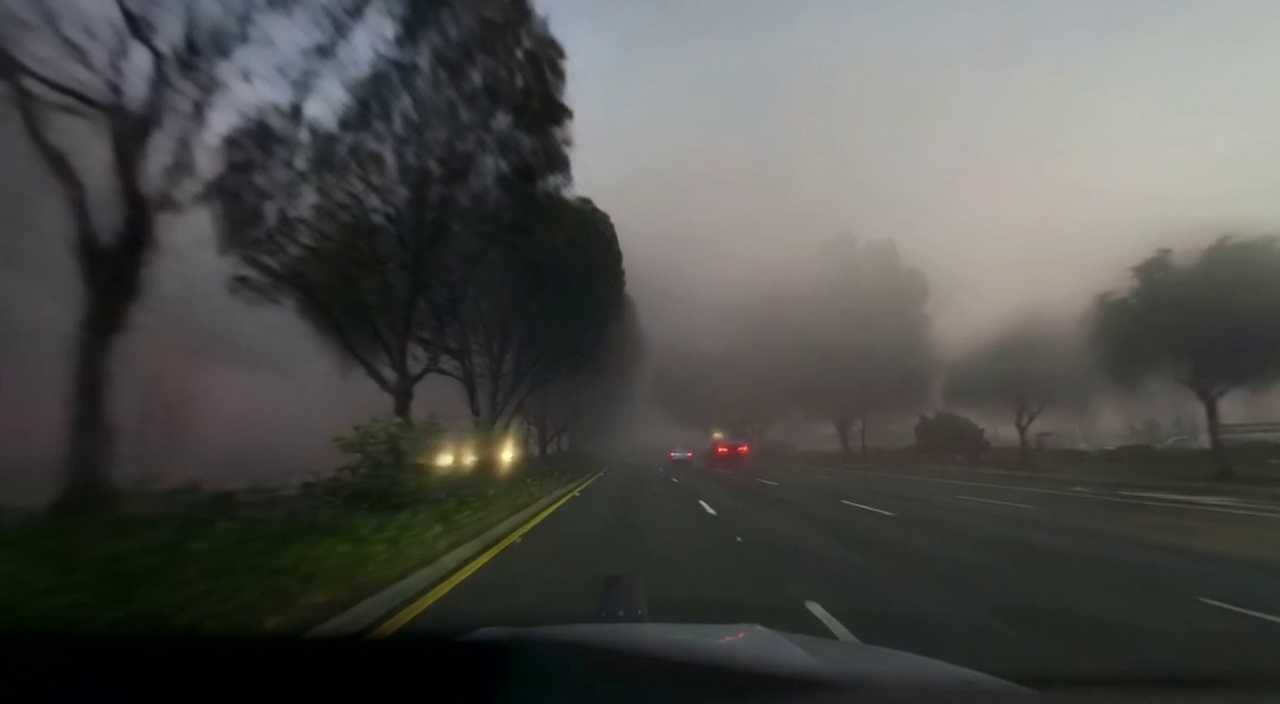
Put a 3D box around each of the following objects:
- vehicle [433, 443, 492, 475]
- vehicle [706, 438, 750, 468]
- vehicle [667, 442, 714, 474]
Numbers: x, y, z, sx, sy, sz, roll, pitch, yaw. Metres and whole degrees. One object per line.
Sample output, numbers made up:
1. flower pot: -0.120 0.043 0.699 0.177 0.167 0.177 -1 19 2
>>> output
1. vehicle: -9.351 5.660 33.697 1.843 1.564 4.811 0 -9 -1
2. vehicle: 5.552 6.414 40.372 1.946 1.773 4.641 0 -9 -2
3. vehicle: 2.502 5.400 32.405 1.917 1.538 4.259 0 -9 -2
